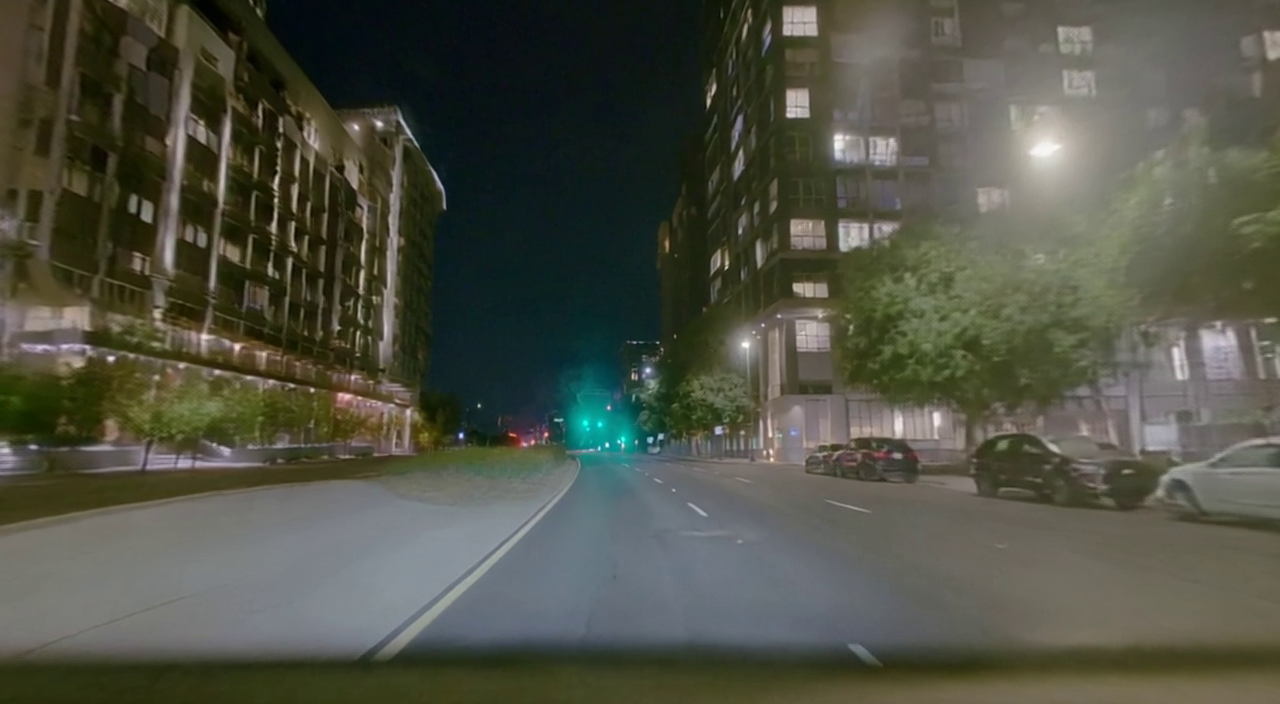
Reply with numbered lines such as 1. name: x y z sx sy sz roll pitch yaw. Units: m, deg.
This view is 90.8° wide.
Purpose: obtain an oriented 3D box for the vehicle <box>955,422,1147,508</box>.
1. vehicle: 10.780 2.988 17.123 1.916 1.889 4.675 4 -9 -3

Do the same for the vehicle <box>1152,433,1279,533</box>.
1. vehicle: 10.925 2.061 9.964 1.885 1.545 4.377 0 -9 -2

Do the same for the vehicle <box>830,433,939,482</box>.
1. vehicle: 9.959 4.346 26.325 2.211 1.831 5.275 0 -9 -2
